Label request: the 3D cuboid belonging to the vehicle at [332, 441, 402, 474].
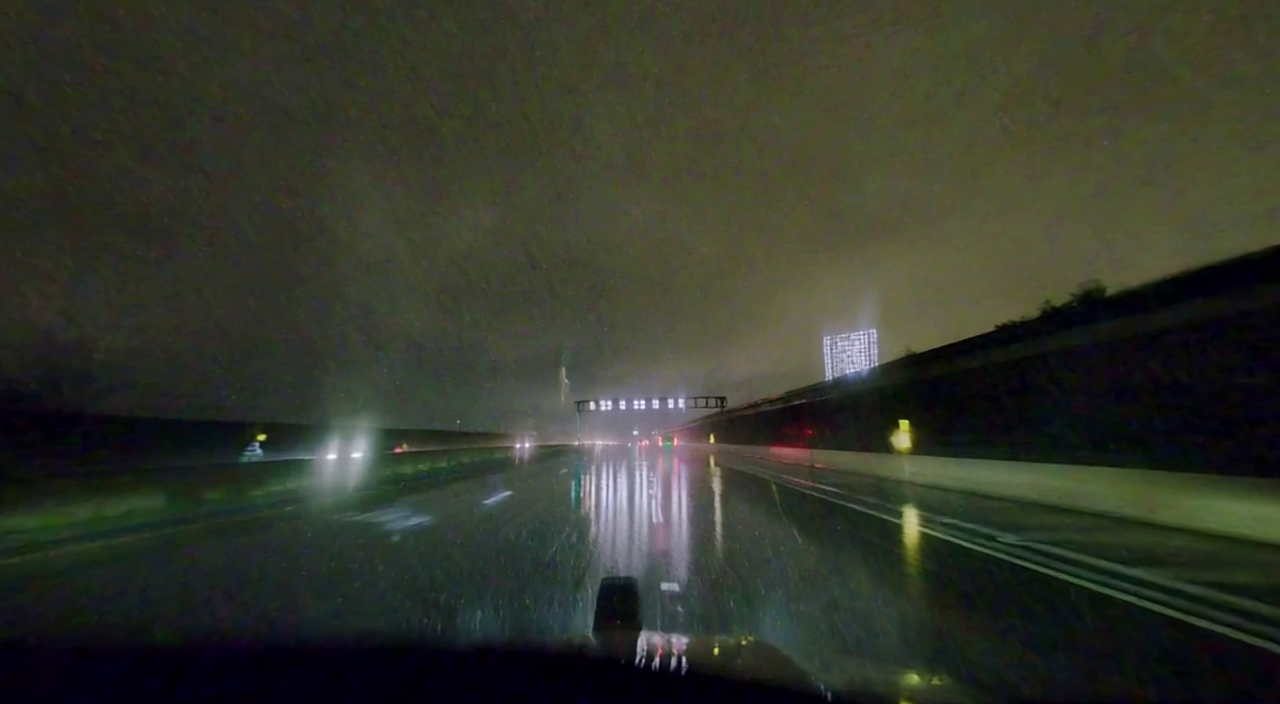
[{"bbox_3d":[-13.253,5.124,30.758,1.813,1.459,3.871,0,-8,-2],"label":"vehicle"}]
